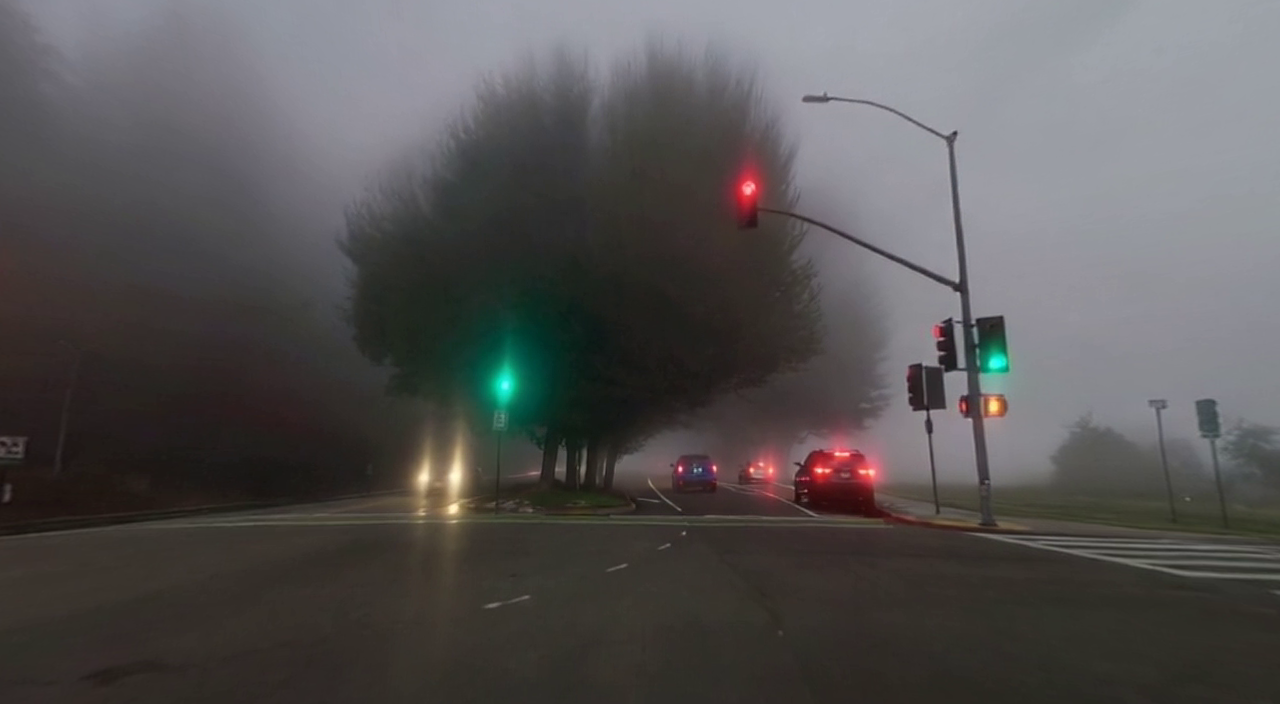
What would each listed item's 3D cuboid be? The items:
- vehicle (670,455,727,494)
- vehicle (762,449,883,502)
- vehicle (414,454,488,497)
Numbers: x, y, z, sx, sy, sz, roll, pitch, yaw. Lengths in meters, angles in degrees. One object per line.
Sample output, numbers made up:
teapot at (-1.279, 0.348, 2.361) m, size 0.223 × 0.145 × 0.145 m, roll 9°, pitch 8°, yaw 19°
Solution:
vehicle at (2.712, 5.806, 30.383) m, size 2.140 × 1.655 × 4.786 m, roll 0°, pitch -8°, yaw -2°
vehicle at (8.683, 5.920, 31.156) m, size 2.771 × 2.214 × 7.159 m, roll 1°, pitch -9°, yaw -10°
vehicle at (-8.770, 5.753, 29.767) m, size 2.049 × 1.786 × 4.557 m, roll 0°, pitch -8°, yaw 0°
